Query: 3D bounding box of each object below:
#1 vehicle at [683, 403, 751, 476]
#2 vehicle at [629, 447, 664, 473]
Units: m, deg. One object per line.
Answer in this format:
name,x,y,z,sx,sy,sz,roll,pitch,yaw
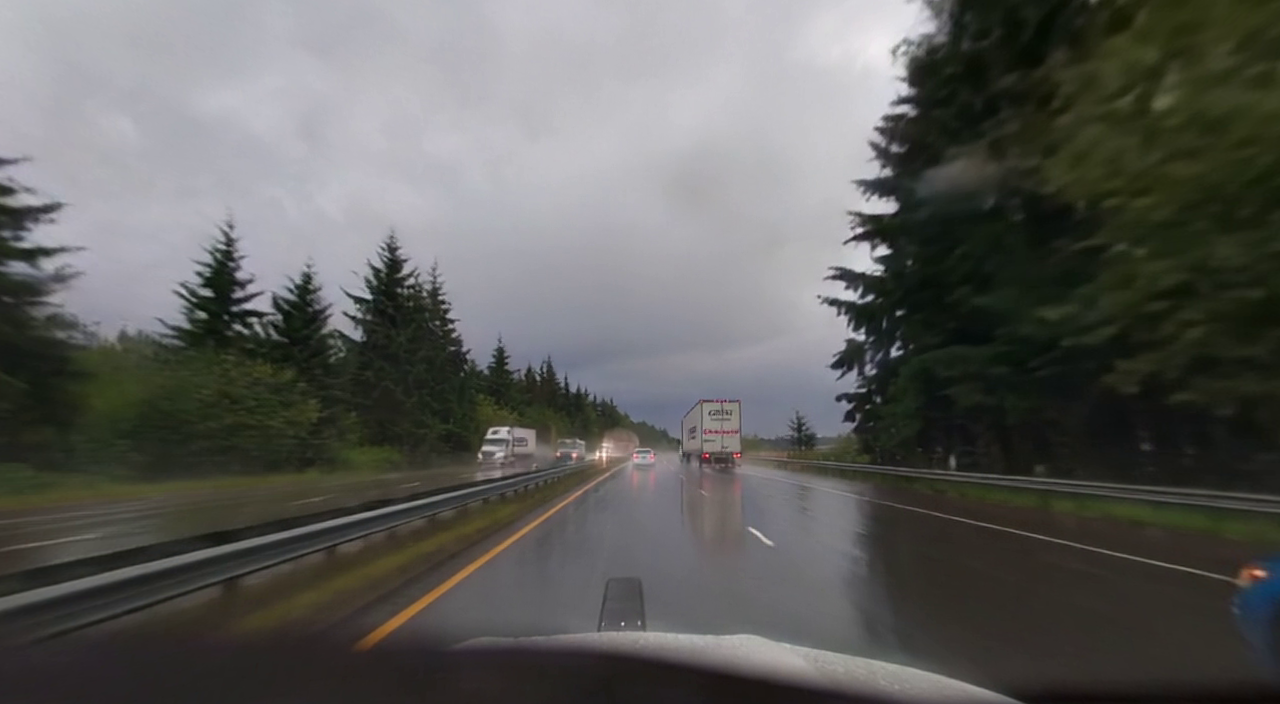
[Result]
vehicle,4.821,6.010,42.653,2.909,4.074,14.457,0,-9,0
vehicle,0.400,6.569,38.553,2.074,1.475,3.960,0,-9,1
